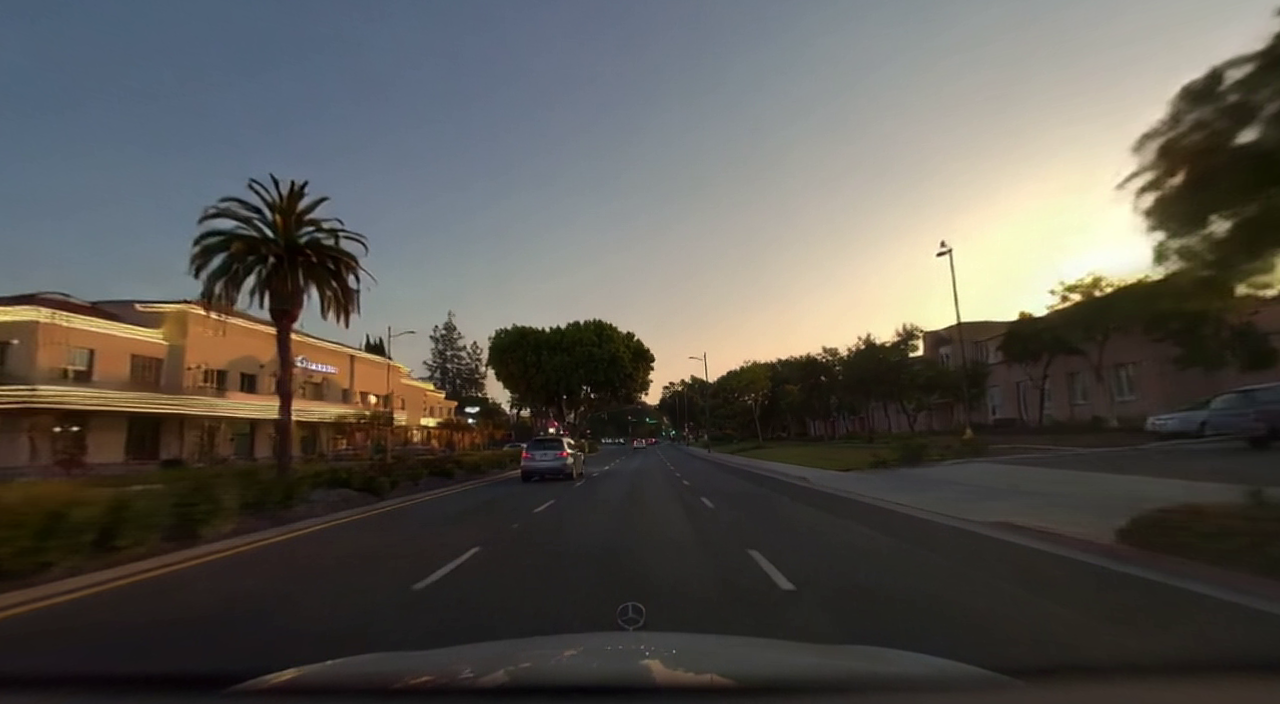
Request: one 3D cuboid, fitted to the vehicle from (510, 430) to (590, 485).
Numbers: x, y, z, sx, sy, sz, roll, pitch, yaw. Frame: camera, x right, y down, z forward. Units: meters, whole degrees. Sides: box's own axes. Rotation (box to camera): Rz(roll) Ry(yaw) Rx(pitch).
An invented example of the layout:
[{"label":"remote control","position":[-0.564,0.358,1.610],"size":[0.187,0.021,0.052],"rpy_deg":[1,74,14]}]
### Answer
[{"label":"vehicle","position":[-3.027,3.655,22.175],"size":[2.062,1.693,4.669],"rpy_deg":[0,-8,1]}]
